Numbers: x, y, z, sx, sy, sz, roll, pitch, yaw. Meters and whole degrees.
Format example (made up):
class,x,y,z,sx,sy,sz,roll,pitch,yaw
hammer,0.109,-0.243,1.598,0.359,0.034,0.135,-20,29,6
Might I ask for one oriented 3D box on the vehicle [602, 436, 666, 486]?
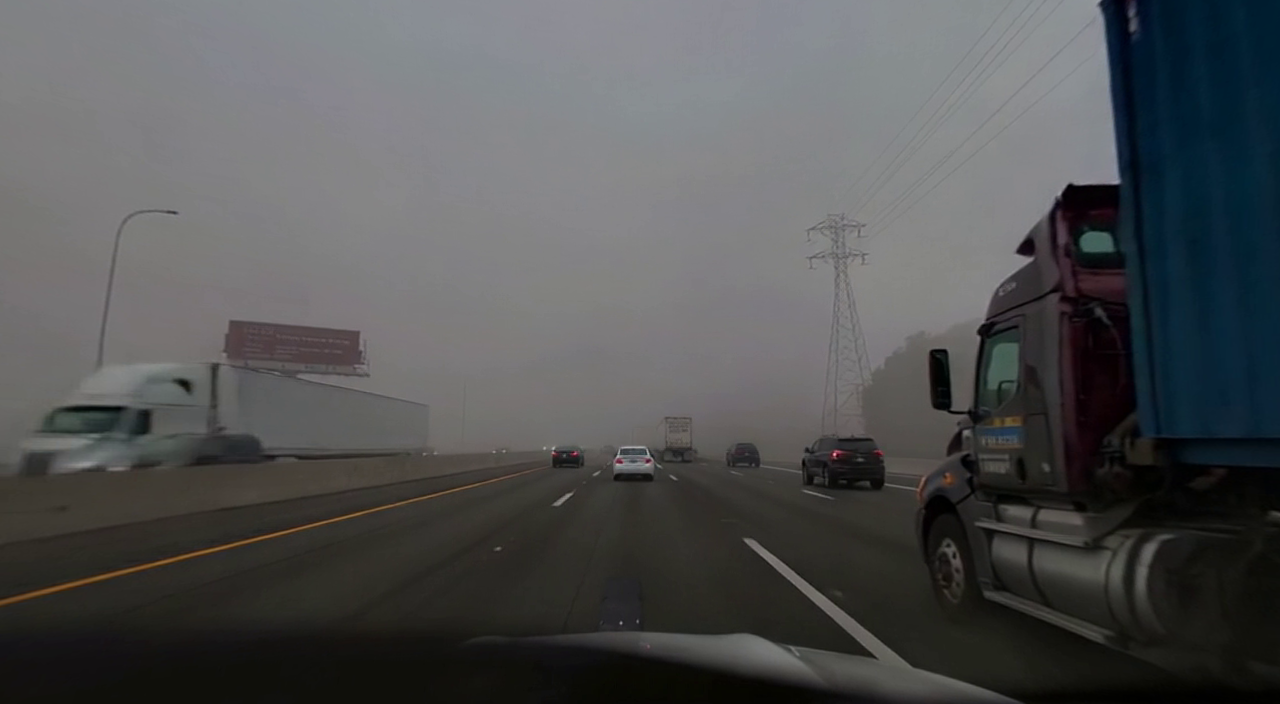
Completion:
class,x,y,z,sx,sy,sz,roll,pitch,yaw
vehicle,-0.224,4.056,23.723,2.191,1.685,4.015,0,-9,0

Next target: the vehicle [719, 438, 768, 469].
class,x,y,z,sx,sy,sz,roll,pitch,yaw
vehicle,7.008,6.945,43.445,2.302,1.973,5.502,0,-9,-1

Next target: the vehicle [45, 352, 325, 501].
class,x,y,z,sx,sy,sz,roll,pitch,yaw
vehicle,-14.011,2.567,20.781,3.075,3.927,8.116,0,-9,0

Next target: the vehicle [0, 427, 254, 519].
class,x,y,z,sx,sy,sz,roll,pitch,yaw
vehicle,-10.870,2.526,13.677,2.043,1.628,4.675,0,-9,0

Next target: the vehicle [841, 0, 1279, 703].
class,x,y,z,sx,sy,sz,roll,pitch,yaw
vehicle,3.588,-0.316,2.042,3.013,3.940,7.933,0,-9,-1

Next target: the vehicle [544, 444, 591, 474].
class,x,y,z,sx,sy,sz,roll,pitch,yaw
vehicle,-3.854,5.775,34.425,2.025,1.498,4.675,0,-9,0
